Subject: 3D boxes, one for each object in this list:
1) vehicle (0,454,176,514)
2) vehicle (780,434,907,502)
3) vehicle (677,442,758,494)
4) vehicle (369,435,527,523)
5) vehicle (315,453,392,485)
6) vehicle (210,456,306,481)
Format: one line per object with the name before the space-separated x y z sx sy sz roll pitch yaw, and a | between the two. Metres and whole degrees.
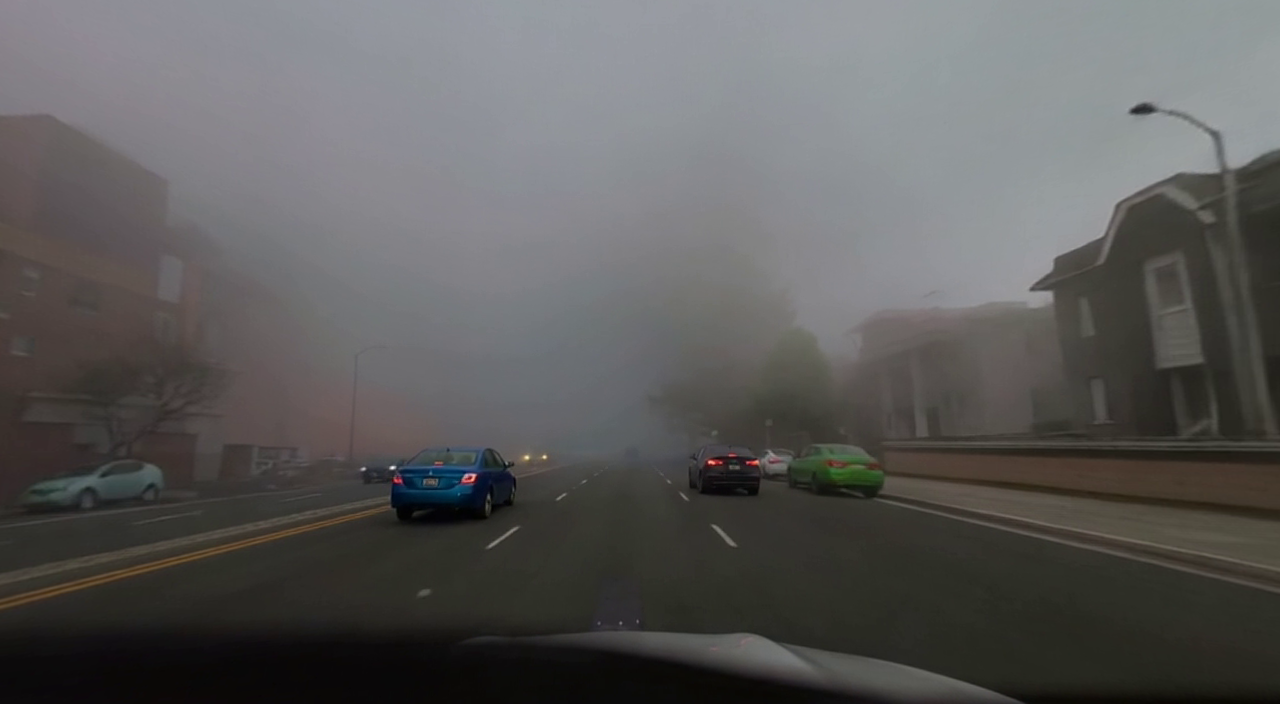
vehicle | -18.111 4.272 20.951 2.003 1.699 4.524 -2 -9 -1
vehicle | 6.006 3.473 19.477 2.085 1.782 5.258 0 -8 -1
vehicle | 2.359 3.660 20.370 1.978 1.471 4.426 0 -8 -1
vehicle | -3.767 2.545 13.242 2.062 1.527 4.044 0 -8 0
vehicle | -15.054 6.130 33.477 1.907 1.494 4.549 0 -9 1
vehicle | -24.104 7.337 40.001 4.816 1.482 1.995 -1 -9 3
